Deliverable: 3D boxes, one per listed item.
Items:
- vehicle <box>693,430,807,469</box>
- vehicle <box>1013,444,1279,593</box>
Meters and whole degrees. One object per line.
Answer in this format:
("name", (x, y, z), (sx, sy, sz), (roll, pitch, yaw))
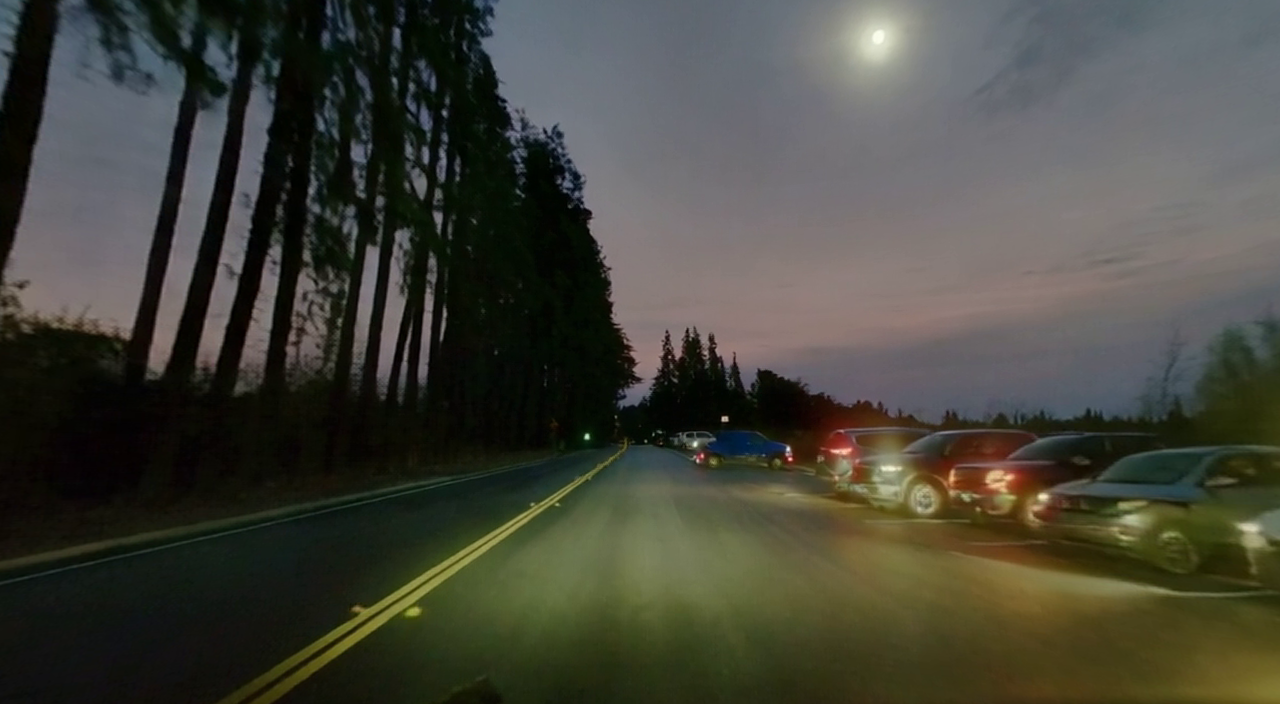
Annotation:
("vehicle", (6.006, 5.402, 35.162), (5.797, 2.070, 2.502), (0, -8, -1))
("vehicle", (6.864, 1.764, 7.202), (3.989, 1.412, 1.931), (0, -8, -2))
